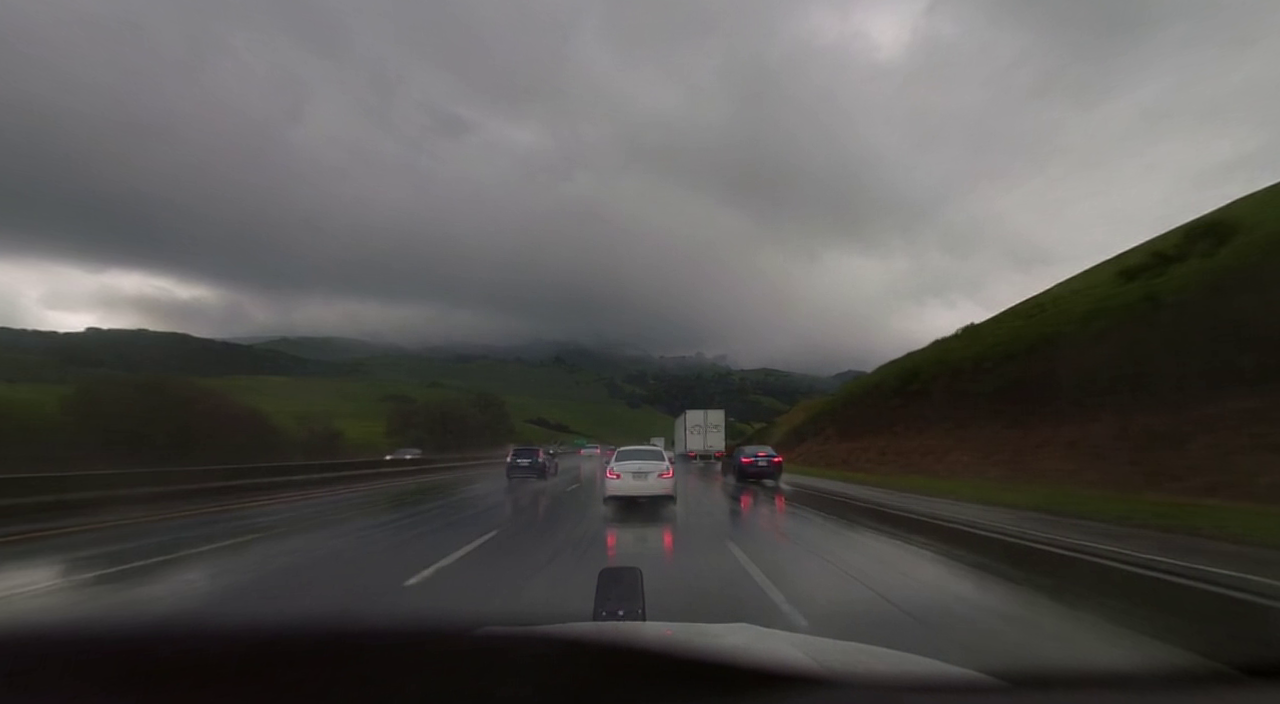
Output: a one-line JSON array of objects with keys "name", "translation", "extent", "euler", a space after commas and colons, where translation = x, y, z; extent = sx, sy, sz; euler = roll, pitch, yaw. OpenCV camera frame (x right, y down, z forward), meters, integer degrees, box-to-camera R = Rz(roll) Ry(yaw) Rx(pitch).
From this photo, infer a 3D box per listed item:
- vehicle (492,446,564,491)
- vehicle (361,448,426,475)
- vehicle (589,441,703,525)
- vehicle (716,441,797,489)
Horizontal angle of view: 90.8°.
[{"name": "vehicle", "translation": [-4.013, 4.225, 23.200], "extent": [1.848, 1.486, 3.832], "euler": [-1, -9, 2]}, {"name": "vehicle", "translation": [-15.157, 6.739, 39.042], "extent": [1.959, 1.574, 4.844], "euler": [0, -9, 1]}, {"name": "vehicle", "translation": [0.106, 2.641, 13.198], "extent": [2.041, 1.484, 3.535], "euler": [0, -9, 0]}, {"name": "vehicle", "translation": [4.117, 4.082, 23.052], "extent": [2.029, 1.579, 4.484], "euler": [0, -9, -1]}]
